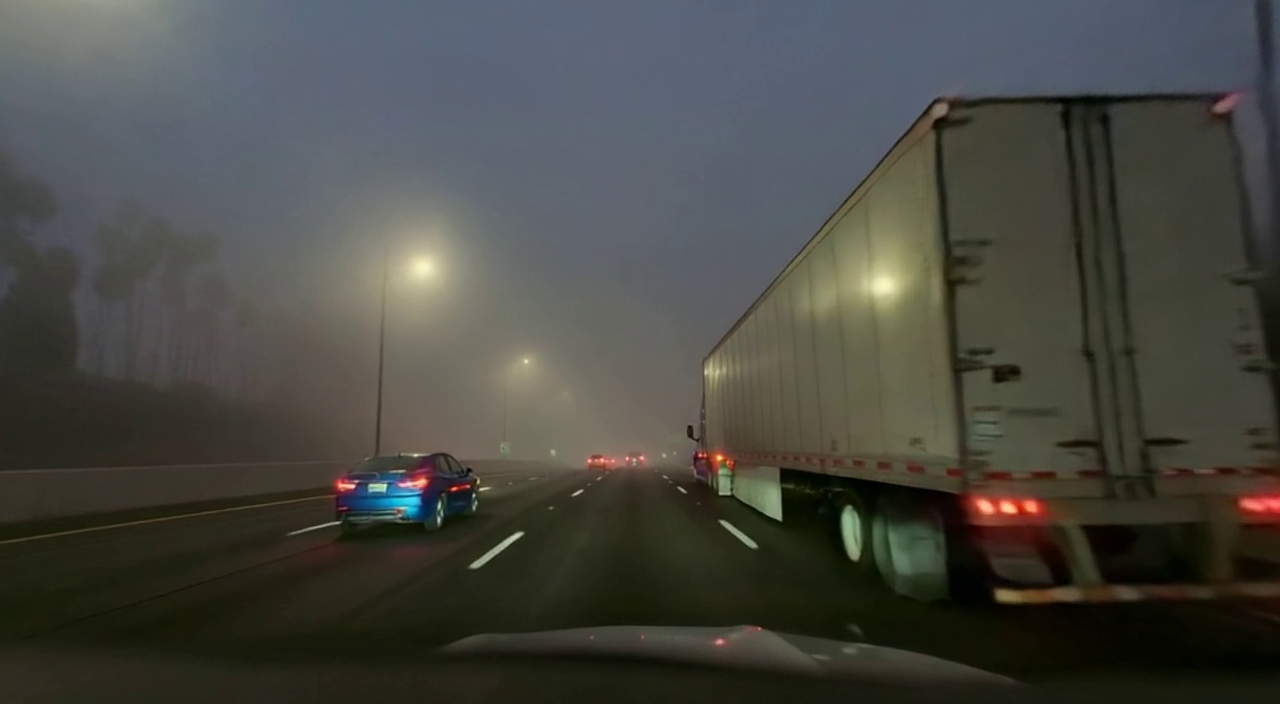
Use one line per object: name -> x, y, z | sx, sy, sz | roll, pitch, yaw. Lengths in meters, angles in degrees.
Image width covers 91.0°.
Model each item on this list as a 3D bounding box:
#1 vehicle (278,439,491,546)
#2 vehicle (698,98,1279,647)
vehicle -> -4.245, 2.381, 11.361 | 2.120, 1.537, 4.139 | 0, -9, -1
vehicle -> 3.570, 1.242, 12.837 | 2.891, 4.123, 16.415 | 0, -9, -1
